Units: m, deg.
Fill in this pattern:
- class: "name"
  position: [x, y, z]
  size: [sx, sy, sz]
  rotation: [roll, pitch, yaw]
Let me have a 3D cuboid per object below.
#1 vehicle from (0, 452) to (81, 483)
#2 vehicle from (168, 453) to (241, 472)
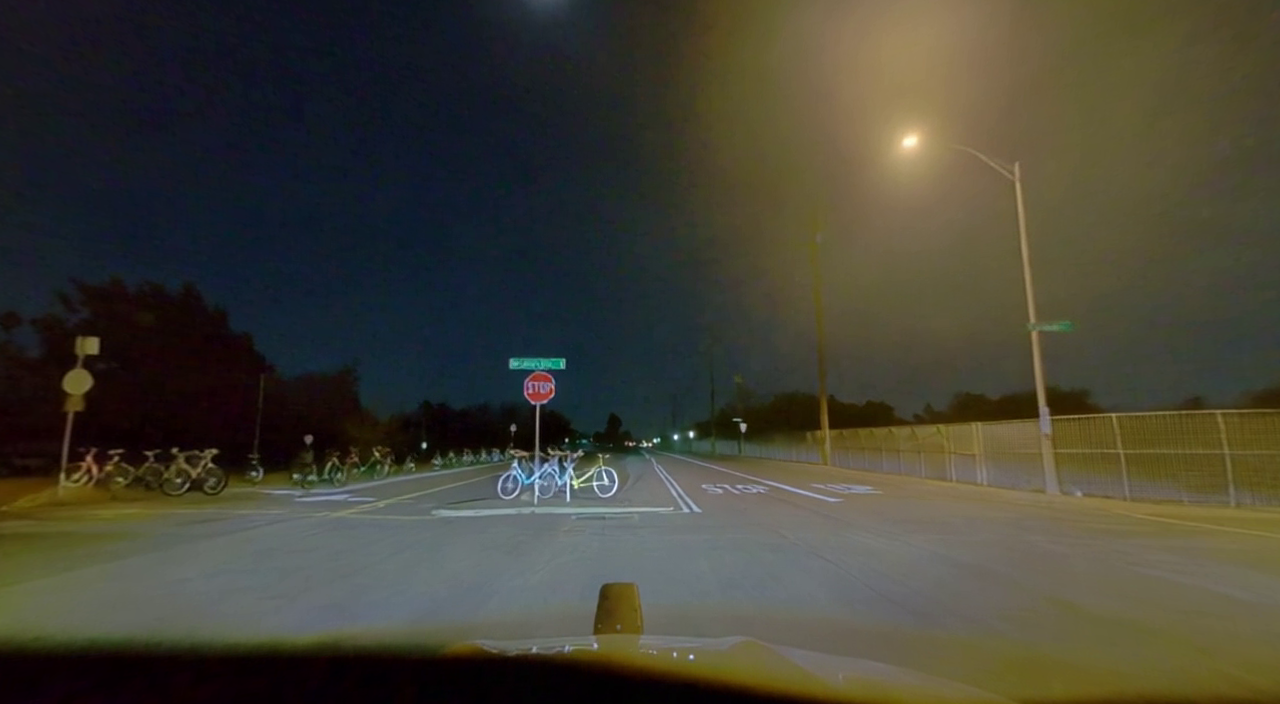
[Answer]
- class: "vehicle"
  position: [-33.493, 6.226, 34.134]
  size: [4.569, 1.558, 1.903]
  rotation: [1, -9, -5]
- class: "vehicle"
  position: [-34.104, 8.690, 49.571]
  size: [4.327, 1.402, 1.757]
  rotation: [0, -9, -3]
